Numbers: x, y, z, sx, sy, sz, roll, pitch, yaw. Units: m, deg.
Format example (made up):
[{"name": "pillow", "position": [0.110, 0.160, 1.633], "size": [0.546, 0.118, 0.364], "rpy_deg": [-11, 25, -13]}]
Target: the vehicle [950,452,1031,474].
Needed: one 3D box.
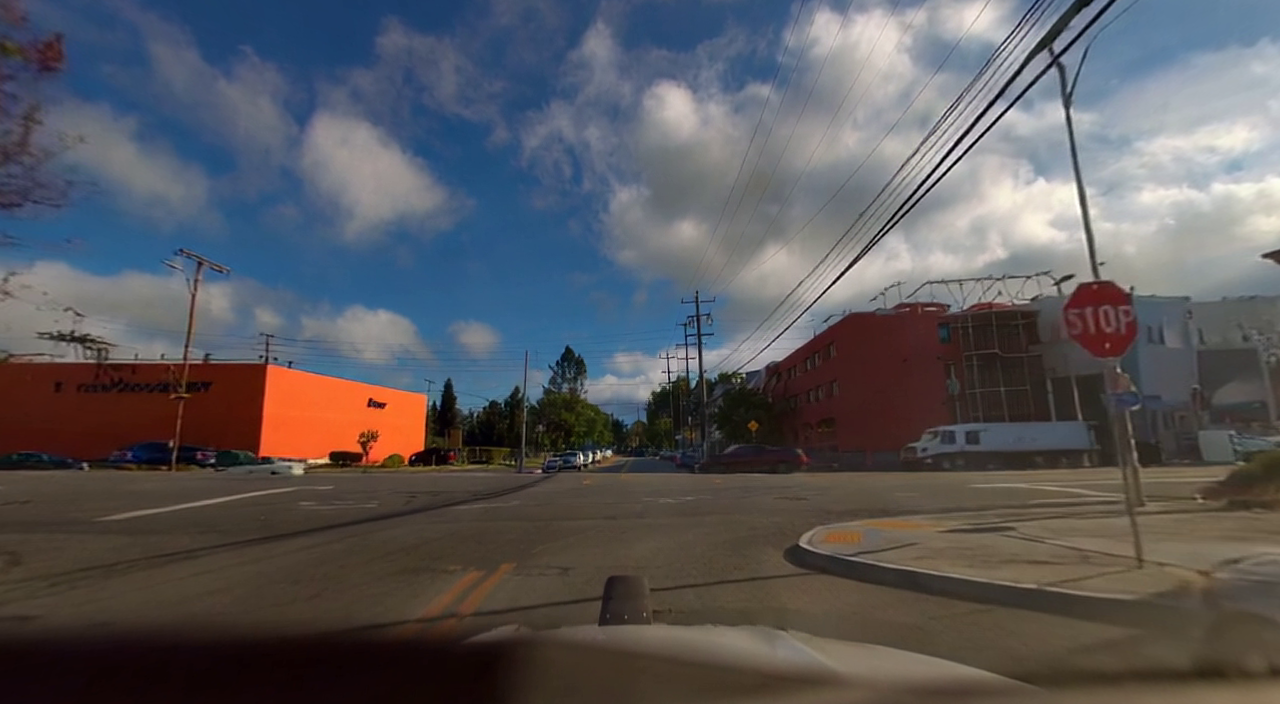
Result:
[{"name": "vehicle", "position": [23.437, 7.438, 42.250], "size": [4.400, 1.419, 1.711], "rpy_deg": [0, -9, -3]}]

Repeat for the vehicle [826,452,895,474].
[{"name": "vehicle", "position": [17.012, 8.565, 48.773], "size": [4.612, 1.612, 1.885], "rpy_deg": [1, -8, -4]}]

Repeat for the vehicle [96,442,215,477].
[{"name": "vehicle", "position": [-26.180, 5.821, 34.192], "size": [4.689, 1.803, 1.958], "rpy_deg": [0, -9, -2]}]

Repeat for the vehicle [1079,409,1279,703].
[{"name": "vehicle", "position": [3.597, 0.779, 1.162], "size": [2.041, 1.495, 4.815], "rpy_deg": [0, -9, -1]}]

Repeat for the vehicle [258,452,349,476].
[{"name": "vehicle", "position": [-21.836, 7.271, 41.046], "size": [4.869, 1.517, 1.819], "rpy_deg": [0, -9, -2]}]

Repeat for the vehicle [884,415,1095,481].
[{"name": "vehicle", "position": [25.590, 7.087, 46.521], "size": [14.239, 4.056, 2.970], "rpy_deg": [3, -8, -4]}]

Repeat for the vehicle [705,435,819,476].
[{"name": "vehicle", "position": [6.025, 5.177, 31.672], "size": [5.213, 1.960, 2.099], "rpy_deg": [0, -9, -3]}]
